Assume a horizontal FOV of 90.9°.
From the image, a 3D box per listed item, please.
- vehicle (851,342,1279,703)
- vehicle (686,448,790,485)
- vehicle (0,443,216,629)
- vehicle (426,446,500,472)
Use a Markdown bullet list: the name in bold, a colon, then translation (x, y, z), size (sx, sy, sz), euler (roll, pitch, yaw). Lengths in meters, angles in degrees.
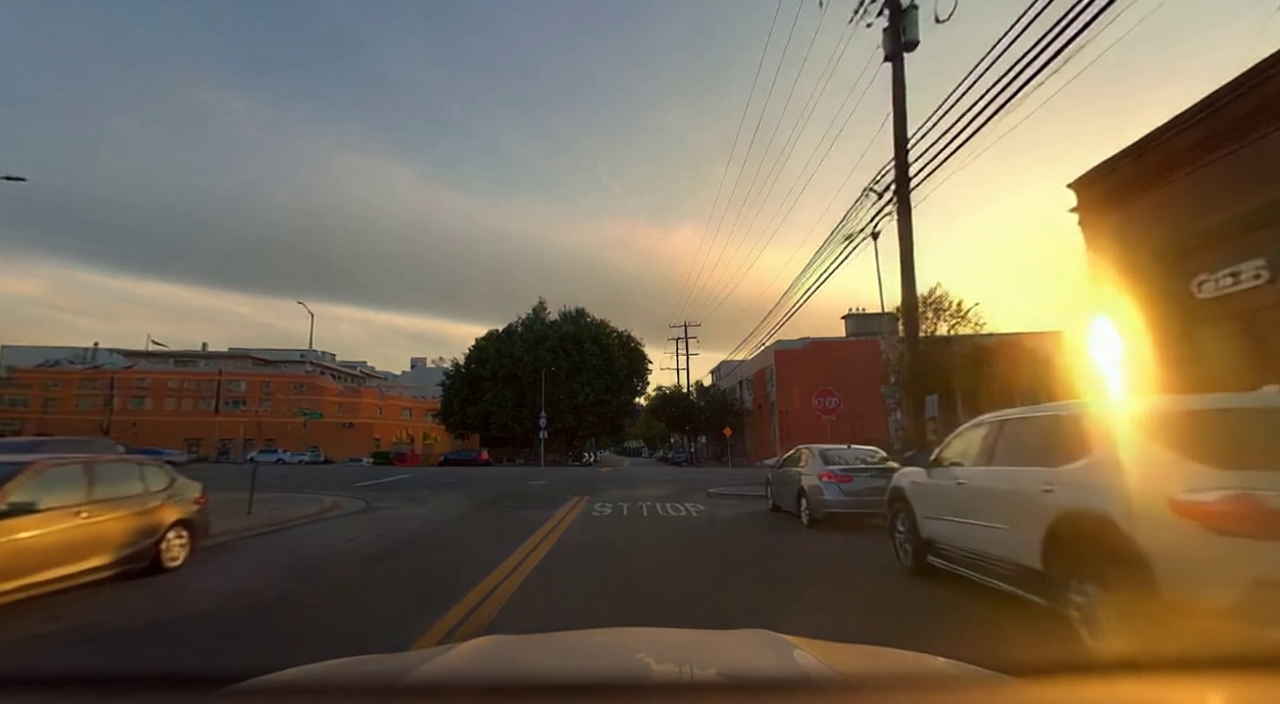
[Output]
- **vehicle**: translation (3.706, 1.223, 5.161), size (2.178, 1.856, 4.756), euler (2, -7, -3)
- **vehicle**: translation (4.378, 4.964, 27.685), size (4.645, 1.464, 2.033), euler (8, -12, -42)
- **vehicle**: translation (-6.084, 1.589, 5.758), size (1.820, 1.482, 3.737), euler (0, -9, -1)
- **vehicle**: translation (-12.637, 7.670, 45.189), size (4.689, 1.803, 1.958), euler (0, -9, -2)
